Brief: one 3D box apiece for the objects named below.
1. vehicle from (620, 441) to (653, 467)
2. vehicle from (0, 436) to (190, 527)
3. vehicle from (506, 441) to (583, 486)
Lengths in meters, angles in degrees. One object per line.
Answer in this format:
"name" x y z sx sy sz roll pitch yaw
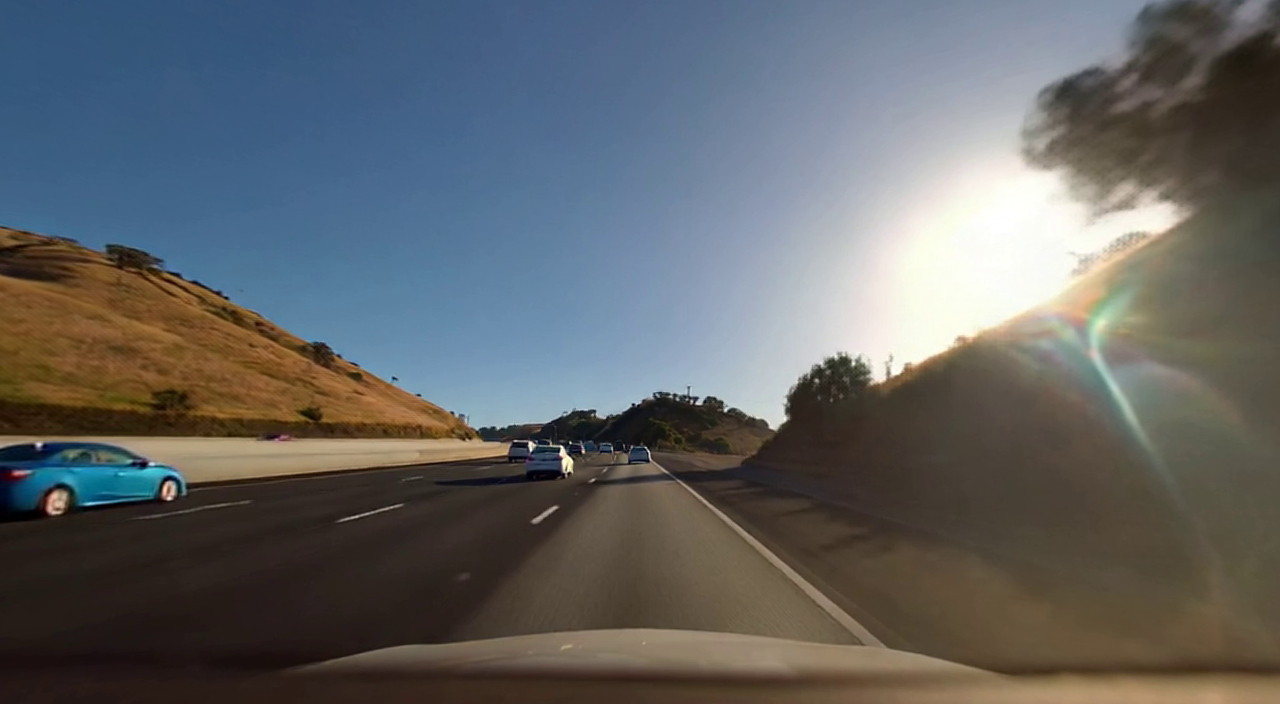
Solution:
"vehicle" -0.252 7.025 43.526 2.138 1.674 4.044 0 -8 -1
"vehicle" -11.410 2.373 12.043 1.945 1.466 4.947 0 -8 1
"vehicle" -3.432 4.119 23.732 2.080 1.505 4.649 0 -8 1
